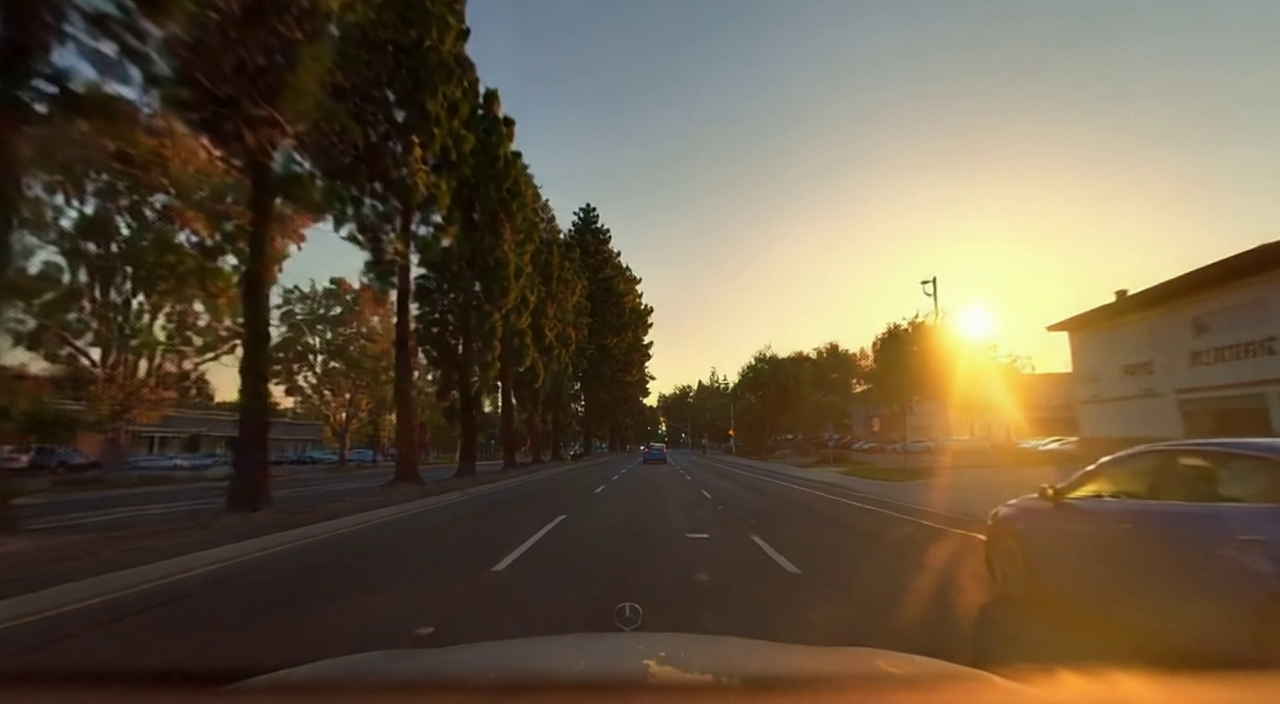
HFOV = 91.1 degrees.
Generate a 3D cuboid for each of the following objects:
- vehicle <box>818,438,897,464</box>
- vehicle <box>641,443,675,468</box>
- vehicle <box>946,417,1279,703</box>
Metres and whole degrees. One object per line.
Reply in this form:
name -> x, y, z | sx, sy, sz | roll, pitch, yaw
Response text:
vehicle -> 15.293, 7.008, 44.338 | 4.722, 1.500, 1.975 | -4, -9, 1
vehicle -> 1.152, 6.715, 40.914 | 2.144, 1.505, 4.128 | 0, -8, 1
vehicle -> 4.151, 1.210, 4.040 | 2.053, 1.482, 4.568 | 0, -8, 0
